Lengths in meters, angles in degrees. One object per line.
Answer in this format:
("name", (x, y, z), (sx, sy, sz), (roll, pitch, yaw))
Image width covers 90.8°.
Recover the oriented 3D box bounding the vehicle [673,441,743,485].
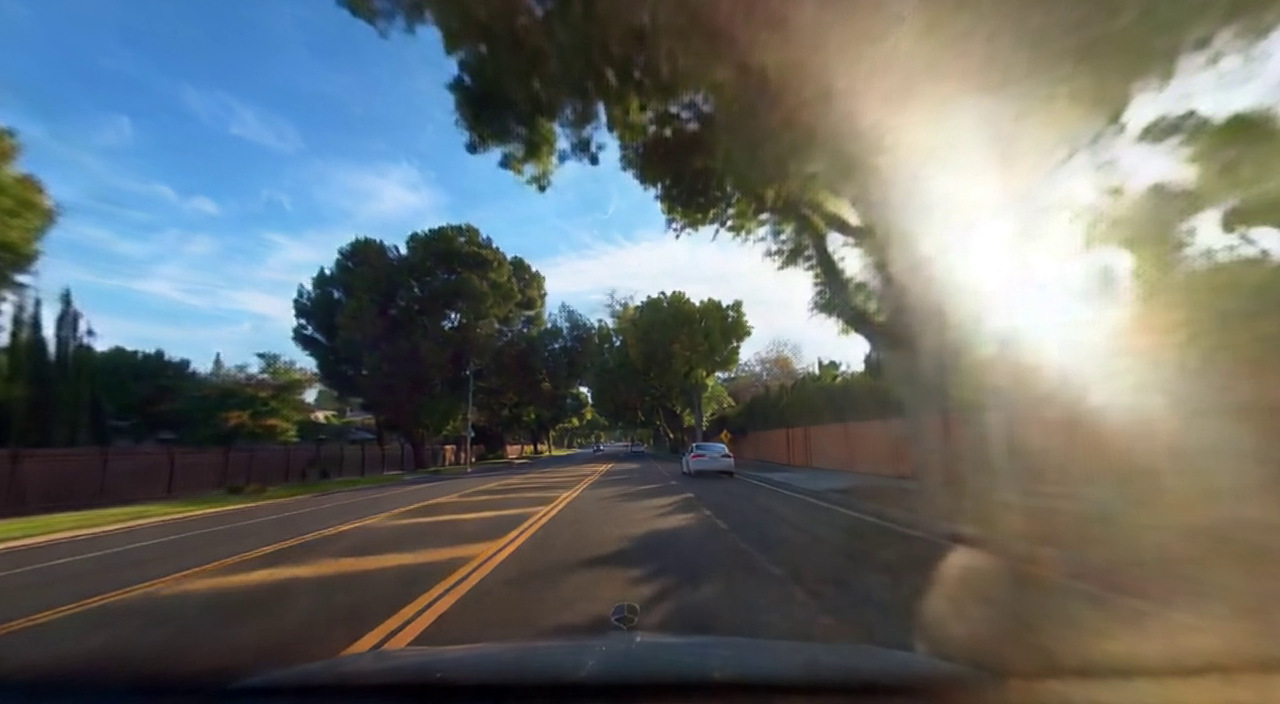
("vehicle", (2.386, 4.019, 23.198), (1.991, 1.476, 4.153), (0, -9, -2))
